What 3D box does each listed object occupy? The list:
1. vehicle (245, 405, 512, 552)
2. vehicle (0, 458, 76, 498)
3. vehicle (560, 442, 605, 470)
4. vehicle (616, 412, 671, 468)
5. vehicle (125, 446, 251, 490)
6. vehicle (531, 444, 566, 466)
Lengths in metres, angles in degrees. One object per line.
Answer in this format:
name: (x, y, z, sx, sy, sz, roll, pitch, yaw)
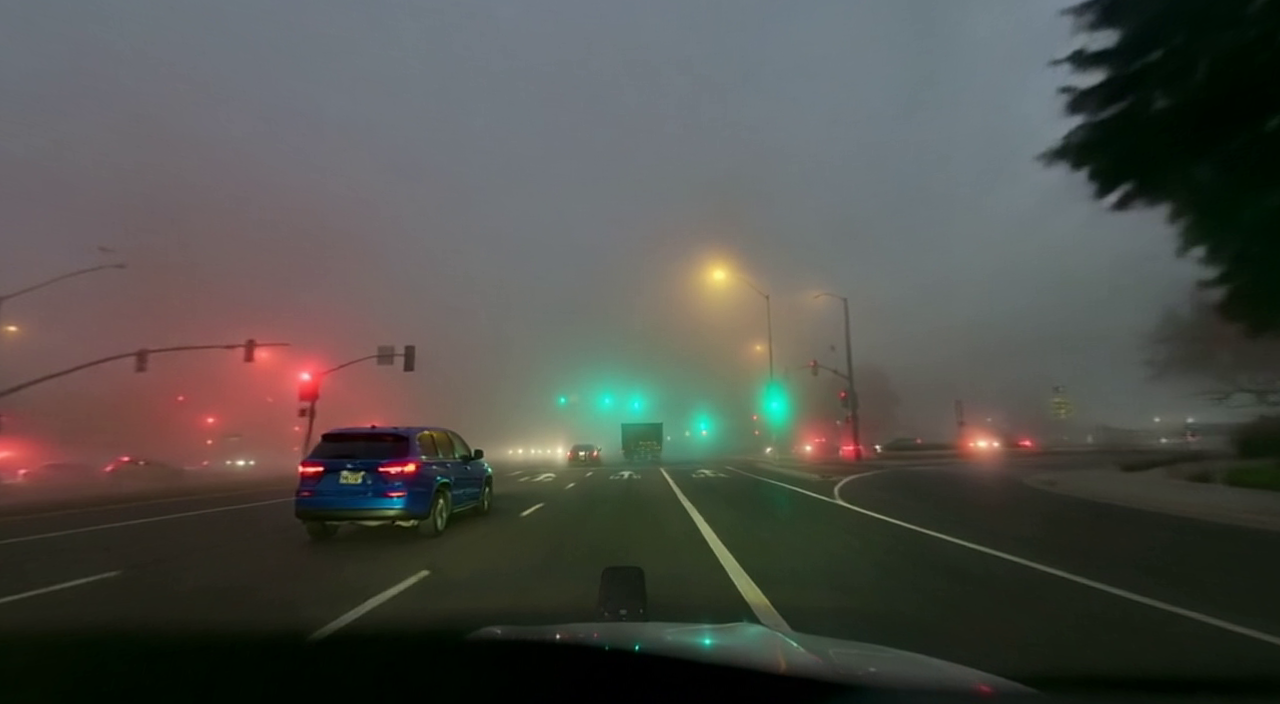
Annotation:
vehicle: (-3.791, 1.956, 10.408, 2.178, 1.826, 4.933, 0, -9, 2)
vehicle: (-28.863, 5.705, 28.558, 2.028, 1.652, 4.607, 0, -9, 1)
vehicle: (-3.154, 5.832, 35.422, 2.023, 1.483, 4.143, 0, -9, 2)
vehicle: (0.256, 5.289, 37.570, 2.993, 3.051, 6.692, 0, -9, 1)
vehicle: (-18.317, 4.686, 25.738, 1.963, 1.643, 4.221, 0, -9, 1)
vehicle: (-6.660, 7.537, 46.144, 1.933, 1.477, 4.119, 0, -9, 1)
